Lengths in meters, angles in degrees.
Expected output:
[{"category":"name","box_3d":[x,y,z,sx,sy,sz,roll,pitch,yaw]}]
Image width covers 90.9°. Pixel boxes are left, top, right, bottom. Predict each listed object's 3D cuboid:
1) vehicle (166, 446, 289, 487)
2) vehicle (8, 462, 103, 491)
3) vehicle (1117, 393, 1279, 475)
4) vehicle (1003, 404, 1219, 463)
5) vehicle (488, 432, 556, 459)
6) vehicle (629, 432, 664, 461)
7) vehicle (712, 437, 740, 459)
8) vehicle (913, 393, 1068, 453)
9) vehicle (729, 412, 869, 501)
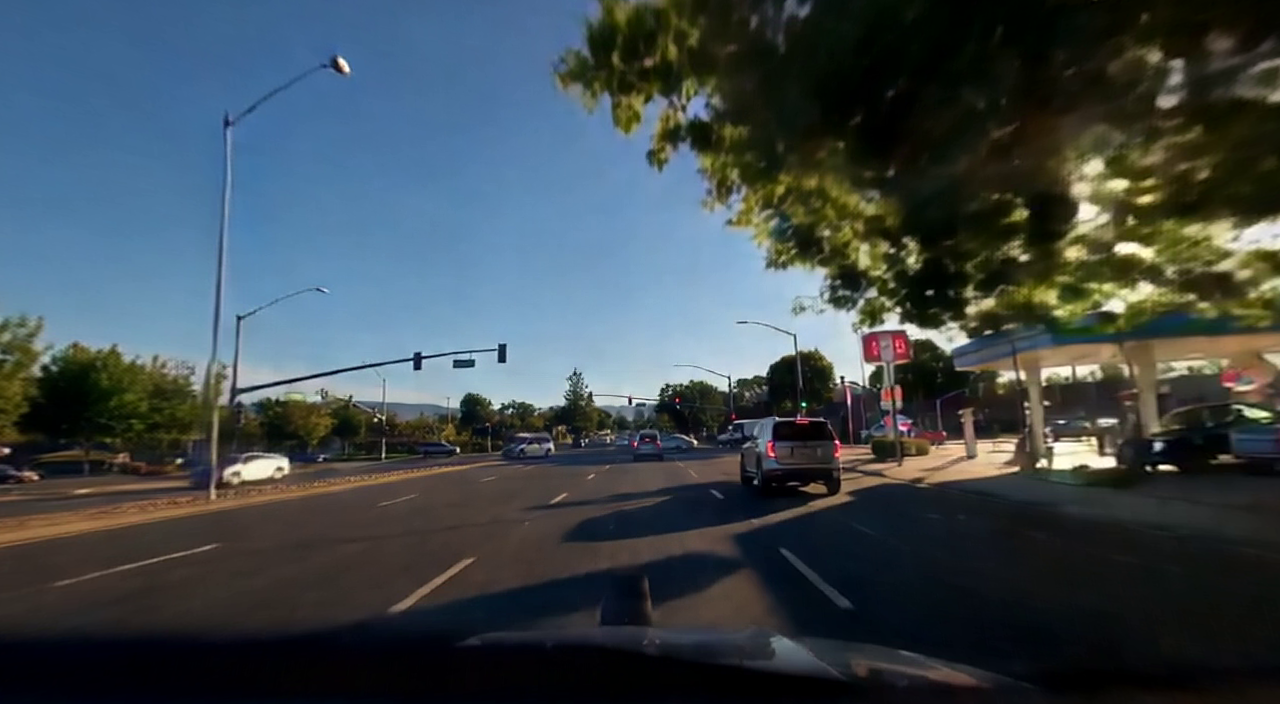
[{"category":"vehicle","box_3d":[-17.996,4.985,27.812,1.883,1.623,4.588,-1,-9,8]},{"category":"vehicle","box_3d":[-39.662,8.448,42.896,4.632,1.454,1.808,2,-9,-42]},{"category":"vehicle","box_3d":[16.239,2.107,16.939,5.066,1.770,2.080,-5,-7,-2]},{"category":"vehicle","box_3d":[16.189,2.845,21.926,5.659,1.947,2.165,0,-8,1]},{"category":"vehicle","box_3d":[-9.158,7.347,49.479,2.191,1.984,5.431,-5,-10,31]},{"category":"vehicle","box_3d":[0.444,5.895,39.483,2.067,1.702,3.987,0,-8,2]},{"category":"vehicle","box_3d":[5.806,6.558,43.009,1.719,1.420,4.007,-1,-8,6]},{"category":"vehicle","box_3d":[16.487,3.423,29.897,5.790,2.675,2.554,1,-8,-4]},{"category":"vehicle","box_3d":[3.528,2.441,14.949,2.083,1.779,4.347,0,-8,-1]}]
